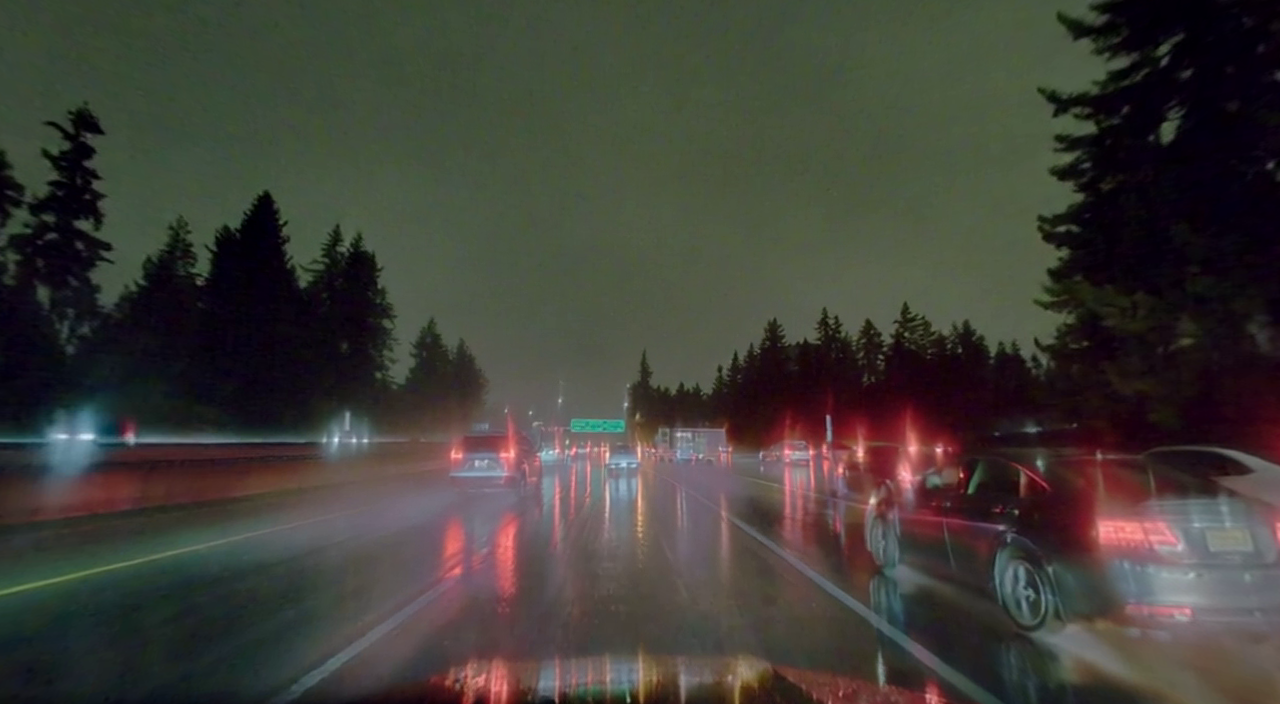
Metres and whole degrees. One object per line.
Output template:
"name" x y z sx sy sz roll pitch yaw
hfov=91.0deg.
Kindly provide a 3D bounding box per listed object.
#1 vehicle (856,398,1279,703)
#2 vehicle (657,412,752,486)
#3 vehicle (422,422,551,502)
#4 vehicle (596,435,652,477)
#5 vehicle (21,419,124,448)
"vehicle" 3.187 1.214 4.063 2.031 1.504 4.327 0 -9 0
"vehicle" 3.017 5.231 34.290 3.426 3.279 12.313 0 -8 -2
"vehicle" -3.795 2.840 16.603 2.176 1.783 4.799 0 -9 0
"vehicle" -0.687 4.553 27.673 2.235 1.682 4.094 0 -9 -1
"vehicle" -31.916 4.664 35.576 1.974 1.531 4.193 1 -9 -2
